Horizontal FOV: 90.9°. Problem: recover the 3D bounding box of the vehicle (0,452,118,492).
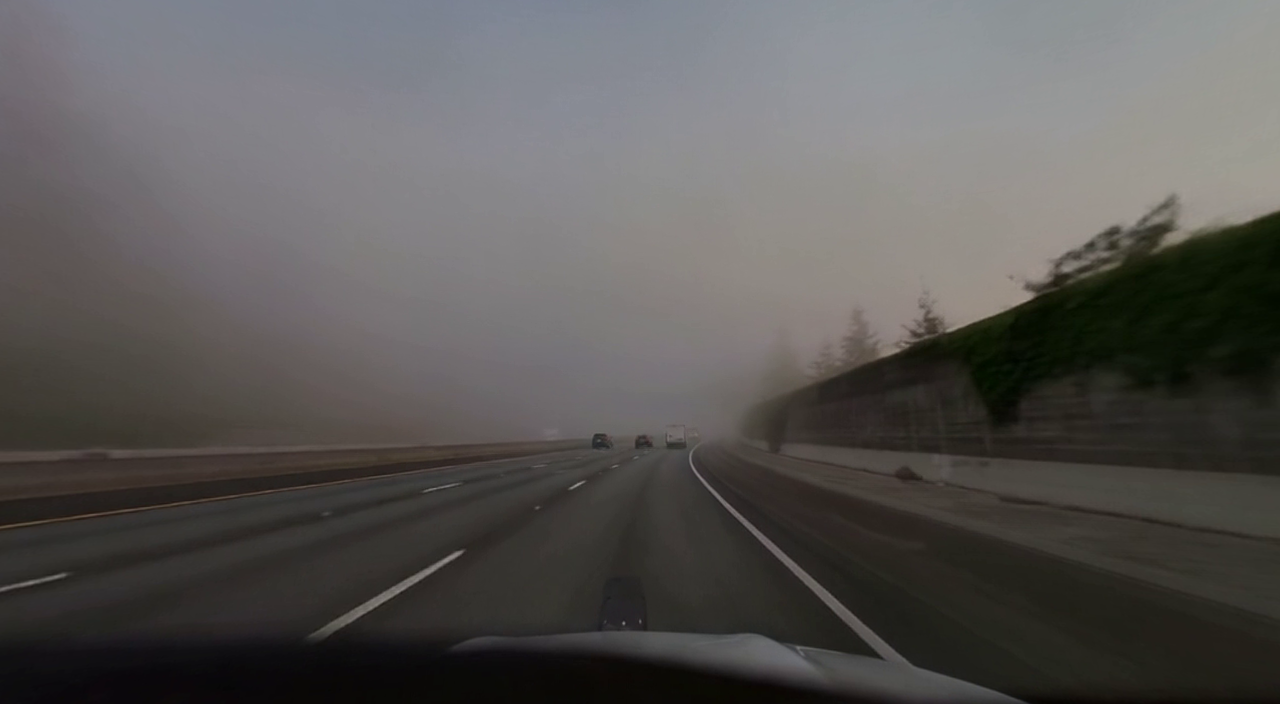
[{"bbox_3d":[-24.650,4.984,26.411,1.762,1.532,4.226,-1,-10,4],"label":"vehicle"}]
